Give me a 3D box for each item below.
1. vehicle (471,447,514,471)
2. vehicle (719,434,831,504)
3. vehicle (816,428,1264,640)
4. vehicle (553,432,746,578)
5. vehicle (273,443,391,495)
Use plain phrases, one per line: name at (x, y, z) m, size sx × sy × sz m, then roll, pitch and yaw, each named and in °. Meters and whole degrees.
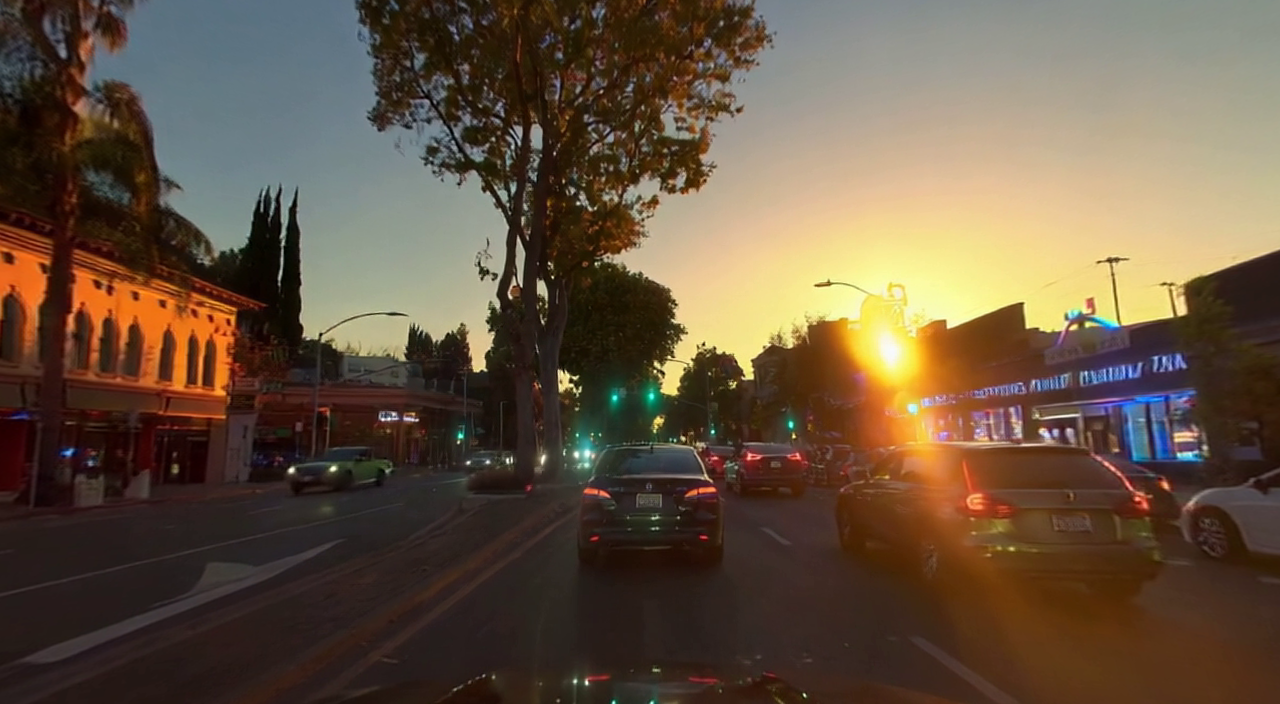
vehicle at (-11.221, 8.150, 48.408) m, size 2.034 × 1.765 × 4.708 m, roll -1°, pitch -9°, yaw 2°
vehicle at (3.528, 3.160, 17.454) m, size 2.025 × 1.660 × 4.334 m, roll 0°, pitch -9°, yaw -1°
vehicle at (3.428, 1.614, 6.644) m, size 1.988 × 1.480 × 4.195 m, roll 0°, pitch -9°, yaw 1°
vehicle at (0.074, 1.865, 8.403) m, size 2.006 × 1.487 × 3.535 m, roll 0°, pitch -9°, yaw -1°
vehicle at (-11.428, 4.348, 23.913) m, size 2.042 × 1.749 × 4.629 m, roll -1°, pitch -9°, yaw 1°
